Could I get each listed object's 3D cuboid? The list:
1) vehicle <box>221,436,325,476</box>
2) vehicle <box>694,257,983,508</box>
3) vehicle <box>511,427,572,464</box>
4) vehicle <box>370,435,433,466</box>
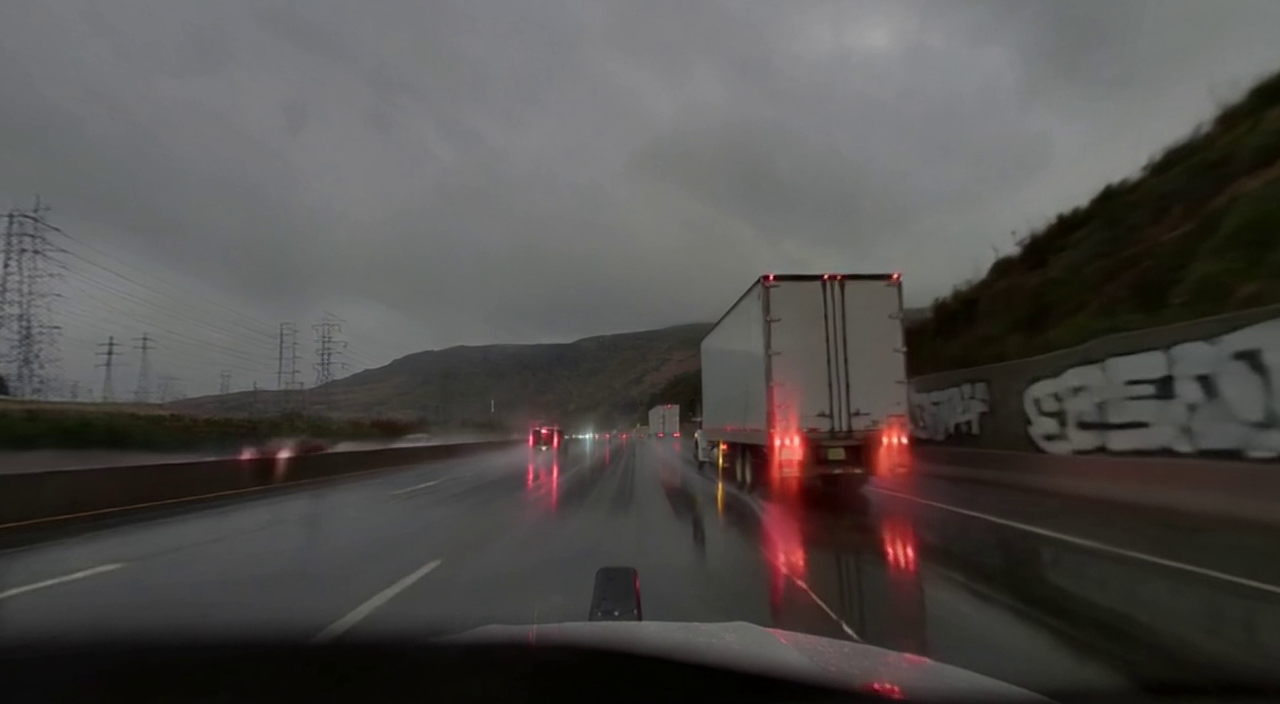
[{"bbox_3d":[-15.474,4.363,26.867,1.927,1.539,4.149,0,-7,0],"label":"vehicle"},{"bbox_3d":[3.475,1.131,15.166,3.060,3.842,11.095,0,-7,-1],"label":"vehicle"},{"bbox_3d":[-4.260,4.108,27.941,1.965,1.486,4.448,0,-7,0],"label":"vehicle"},{"bbox_3d":[-11.874,4.873,31.592,1.686,1.445,3.641,0,-7,0],"label":"vehicle"}]
